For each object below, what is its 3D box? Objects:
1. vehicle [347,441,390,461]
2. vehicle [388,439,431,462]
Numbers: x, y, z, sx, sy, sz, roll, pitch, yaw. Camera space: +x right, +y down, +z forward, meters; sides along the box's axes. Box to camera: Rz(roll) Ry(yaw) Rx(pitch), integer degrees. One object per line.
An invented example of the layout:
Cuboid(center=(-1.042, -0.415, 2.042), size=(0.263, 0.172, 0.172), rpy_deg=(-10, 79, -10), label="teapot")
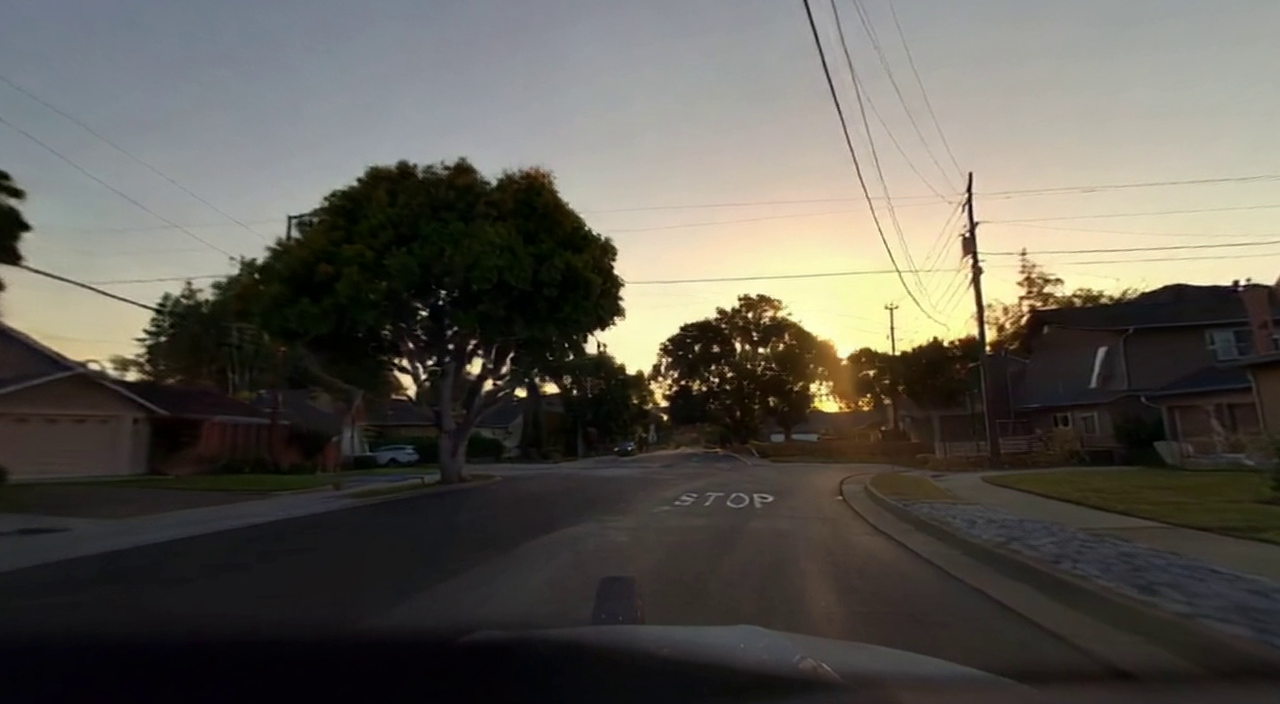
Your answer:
Cuboid(center=(-20.154, 7.373, 47.029), size=(1.864, 1.337, 3.943), rpy_deg=(3, -8, -7), label="vehicle")
Cuboid(center=(-17.068, 7.324, 46.976), size=(1.986, 1.639, 4.361), rpy_deg=(1, -9, -8), label="vehicle")
